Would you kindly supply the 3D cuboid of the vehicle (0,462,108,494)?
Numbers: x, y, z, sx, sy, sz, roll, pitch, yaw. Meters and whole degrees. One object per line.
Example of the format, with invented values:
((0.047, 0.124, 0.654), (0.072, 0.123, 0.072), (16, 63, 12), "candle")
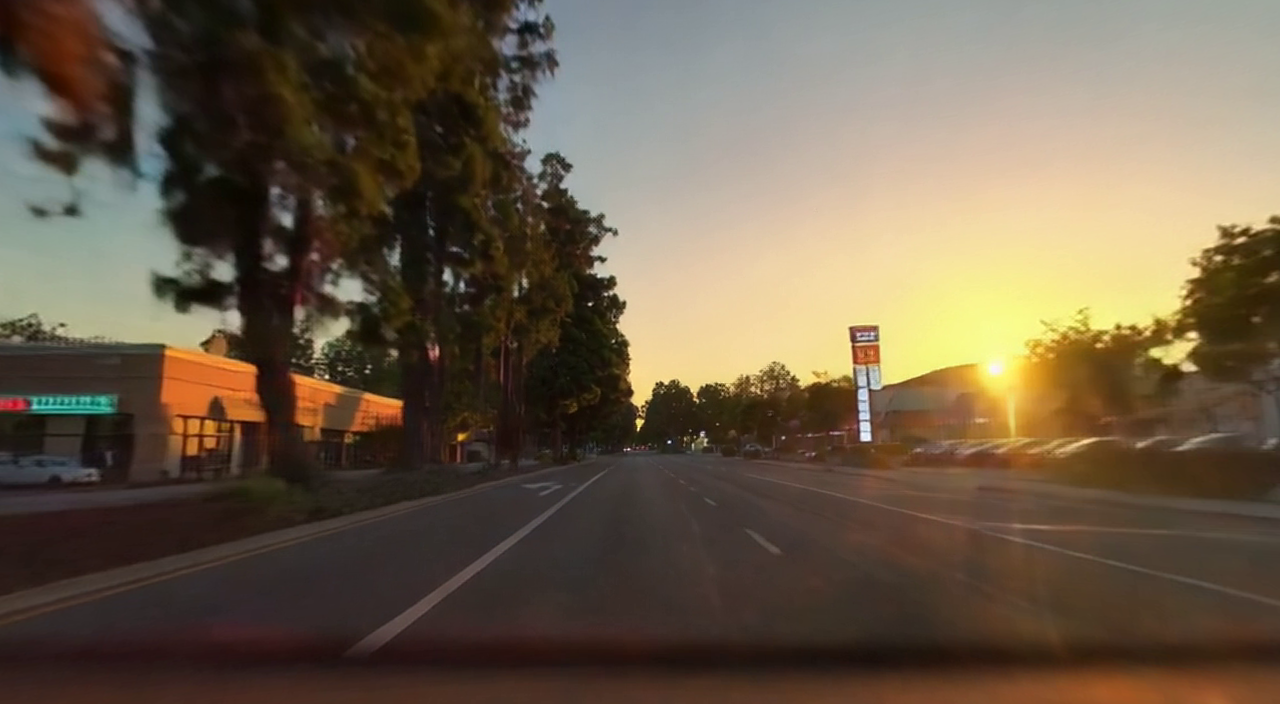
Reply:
((-27.194, 5.725, 28.784), (4.282, 1.296, 1.914), (-2, -10, 4), "vehicle")

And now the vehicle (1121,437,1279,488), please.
((18.654, 3.580, 20.739), (1.846, 1.466, 4.679), (0, -9, -3), "vehicle")

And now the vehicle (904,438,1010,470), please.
((17.985, 5.827, 36.031), (4.935, 1.753, 1.958), (0, -9, 1), "vehicle")

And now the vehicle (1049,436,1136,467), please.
((28.047, 6.196, 39.361), (1.931, 1.784, 4.813), (0, -9, 2), "vehicle")

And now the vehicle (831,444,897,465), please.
((17.115, 7.831, 48.441), (4.324, 1.536, 1.947), (0, -9, -1), "vehicle")
